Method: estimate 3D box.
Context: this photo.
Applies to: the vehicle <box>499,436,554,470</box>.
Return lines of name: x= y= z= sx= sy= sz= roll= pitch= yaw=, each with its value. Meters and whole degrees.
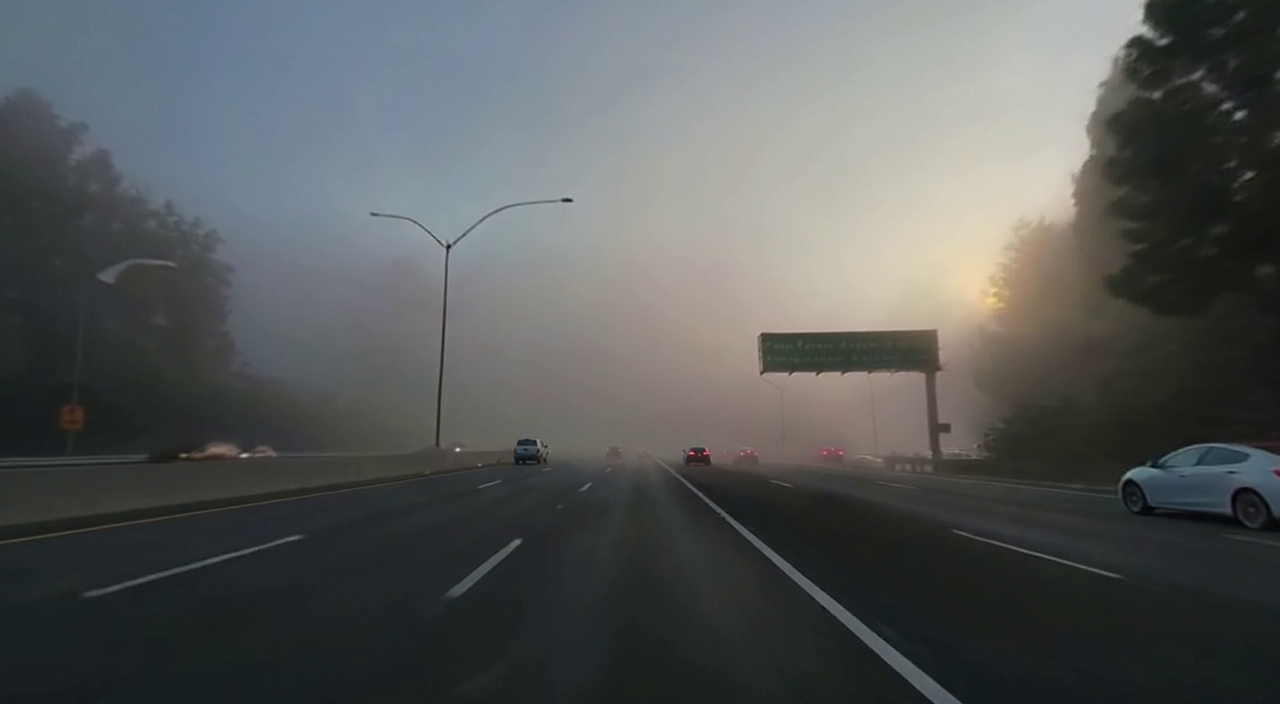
vehicle: x=-6.262 y=5.595 z=35.087 sx=2.091 sy=1.746 sz=4.437 roll=0 pitch=-8 yaw=2

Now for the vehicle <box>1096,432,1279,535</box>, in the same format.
vehicle: x=10.196 y=2.069 z=10.175 sx=1.979 sy=1.467 sz=4.839 roll=0 pitch=-8 yaw=0

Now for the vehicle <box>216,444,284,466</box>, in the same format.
vehicle: x=-28.867 y=7.599 z=46.697 sx=1.900 sy=1.530 sz=4.914 roll=0 pitch=-8 yaw=0

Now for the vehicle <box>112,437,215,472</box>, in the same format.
vehicle: x=-21.346 y=4.597 z=28.292 sx=1.715 sy=1.425 sz=3.674 roll=0 pitch=-8 yaw=0

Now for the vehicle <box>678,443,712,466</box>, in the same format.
vehicle: x=3.728 y=6.988 z=42.983 sx=1.950 sy=1.453 sz=3.378 roll=0 pitch=-8 yaw=-1
